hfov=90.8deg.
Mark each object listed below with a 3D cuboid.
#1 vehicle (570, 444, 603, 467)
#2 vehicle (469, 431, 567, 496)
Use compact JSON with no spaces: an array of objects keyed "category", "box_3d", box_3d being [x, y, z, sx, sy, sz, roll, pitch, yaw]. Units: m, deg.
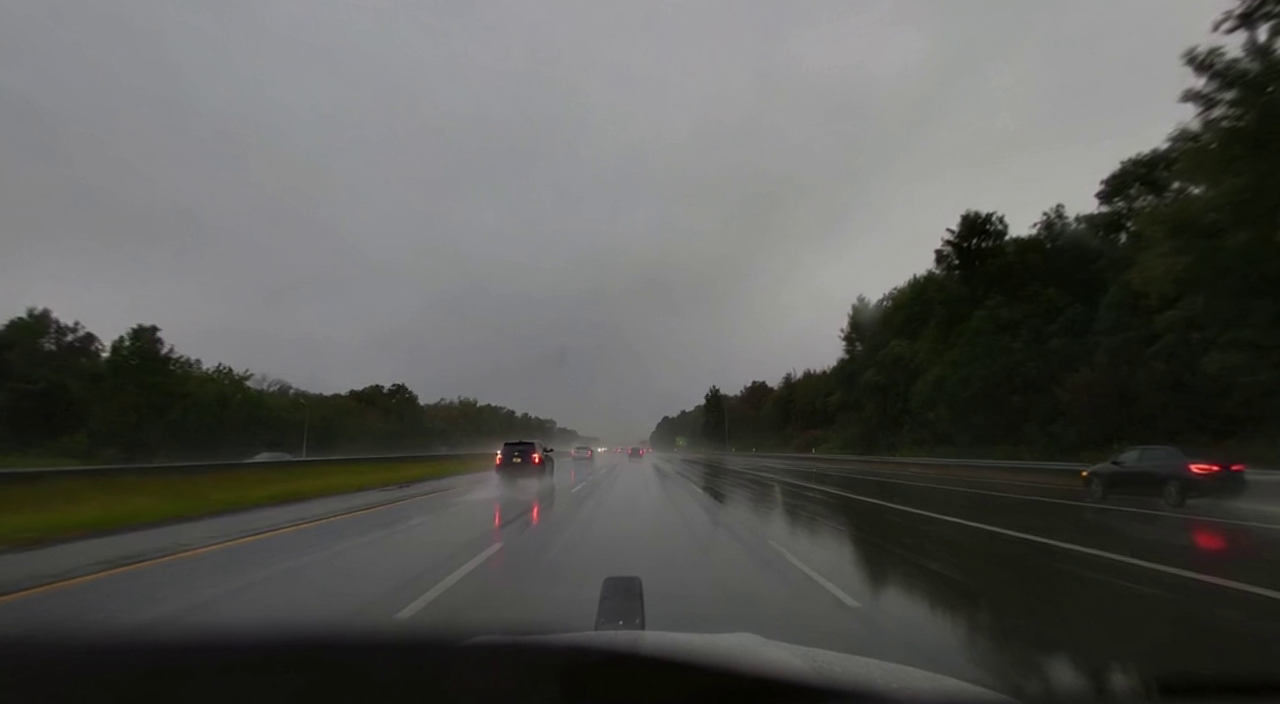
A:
[{"category":"vehicle","box_3d":[-4.113,8.003,48.973,2.121,1.657,4.448,0,-9,0]},{"category":"vehicle","box_3d":[-3.623,3.419,19.666,2.114,1.774,4.427,0,-9,1]}]
